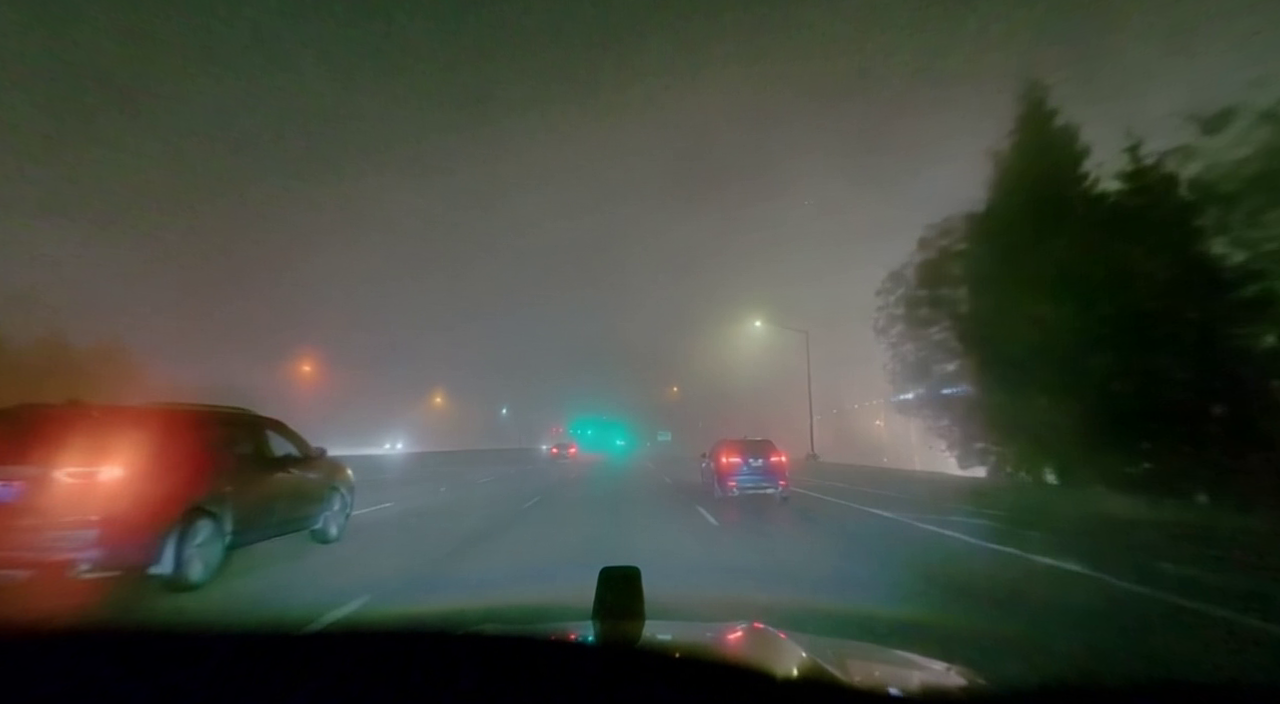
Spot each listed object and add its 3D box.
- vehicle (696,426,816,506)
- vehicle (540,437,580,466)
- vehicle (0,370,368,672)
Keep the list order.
[{"bbox_3d":[2.654,2.732,15.576,1.997,1.686,4.247,0,-8,-2],"label":"vehicle"},{"bbox_3d":[-5.189,6.556,41.748,2.160,1.794,4.646,0,-8,-2],"label":"vehicle"},{"bbox_3d":[-4.798,1.334,6.164,2.176,1.779,4.755,0,-8,0],"label":"vehicle"}]
